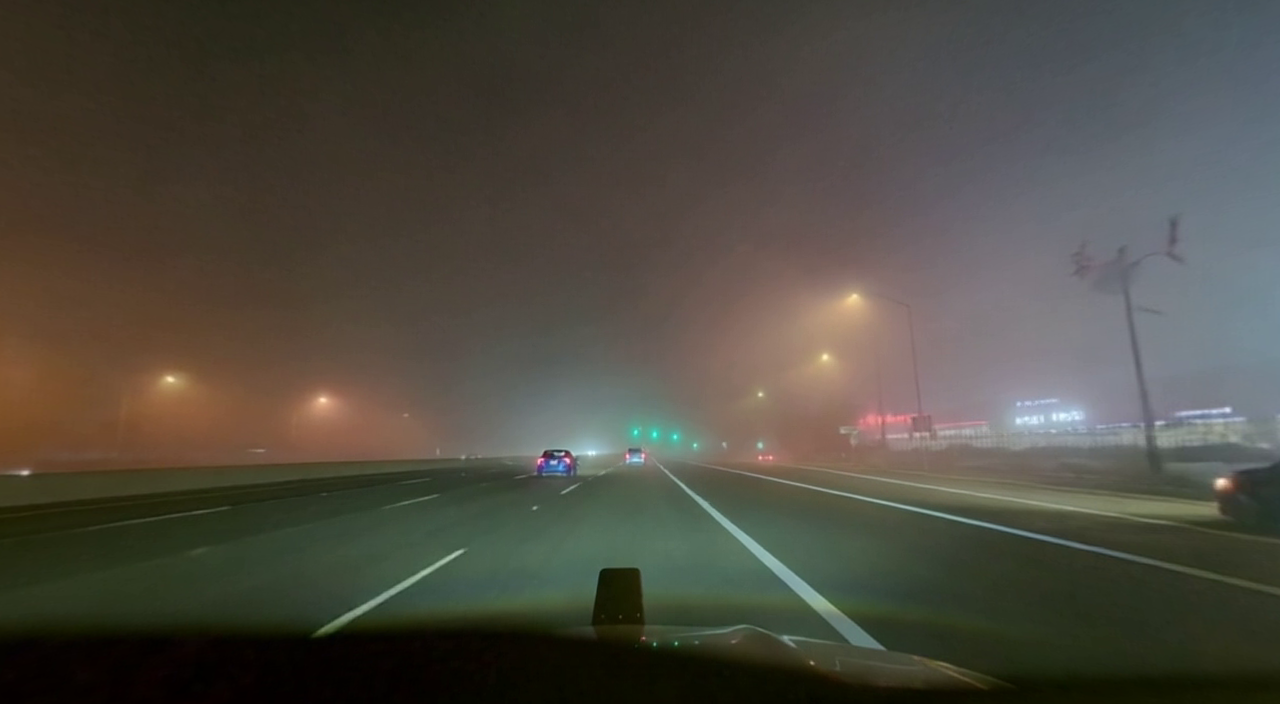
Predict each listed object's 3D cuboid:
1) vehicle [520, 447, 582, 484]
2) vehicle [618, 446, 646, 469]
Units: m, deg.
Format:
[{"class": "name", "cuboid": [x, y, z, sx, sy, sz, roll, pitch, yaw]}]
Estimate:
[{"class": "vehicle", "cuboid": [-3.948, 5.090, 28.585, 2.071, 1.553, 4.388, 0, -9, 1]}, {"class": "vehicle", "cuboid": [-0.582, 8.197, 49.180, 2.102, 1.692, 4.057, 0, -9, 1]}]
